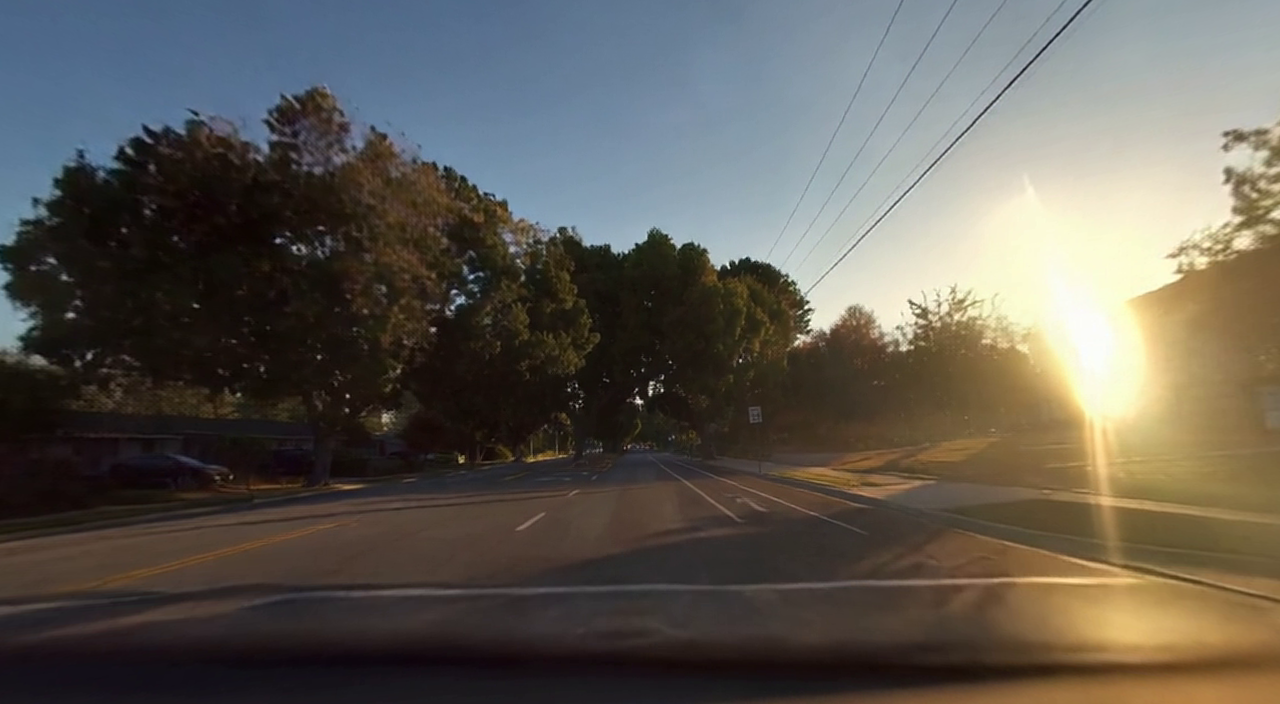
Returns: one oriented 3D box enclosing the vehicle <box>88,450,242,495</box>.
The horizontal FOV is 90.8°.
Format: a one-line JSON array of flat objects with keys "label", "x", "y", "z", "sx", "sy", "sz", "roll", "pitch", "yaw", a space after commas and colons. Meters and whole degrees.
[{"label": "vehicle", "x": -20.254, "y": 5.140, "z": 27.142, "sx": 4.761, "sy": 1.812, "sz": 2.206, "roll": 0, "pitch": -9, "yaw": -1}]
